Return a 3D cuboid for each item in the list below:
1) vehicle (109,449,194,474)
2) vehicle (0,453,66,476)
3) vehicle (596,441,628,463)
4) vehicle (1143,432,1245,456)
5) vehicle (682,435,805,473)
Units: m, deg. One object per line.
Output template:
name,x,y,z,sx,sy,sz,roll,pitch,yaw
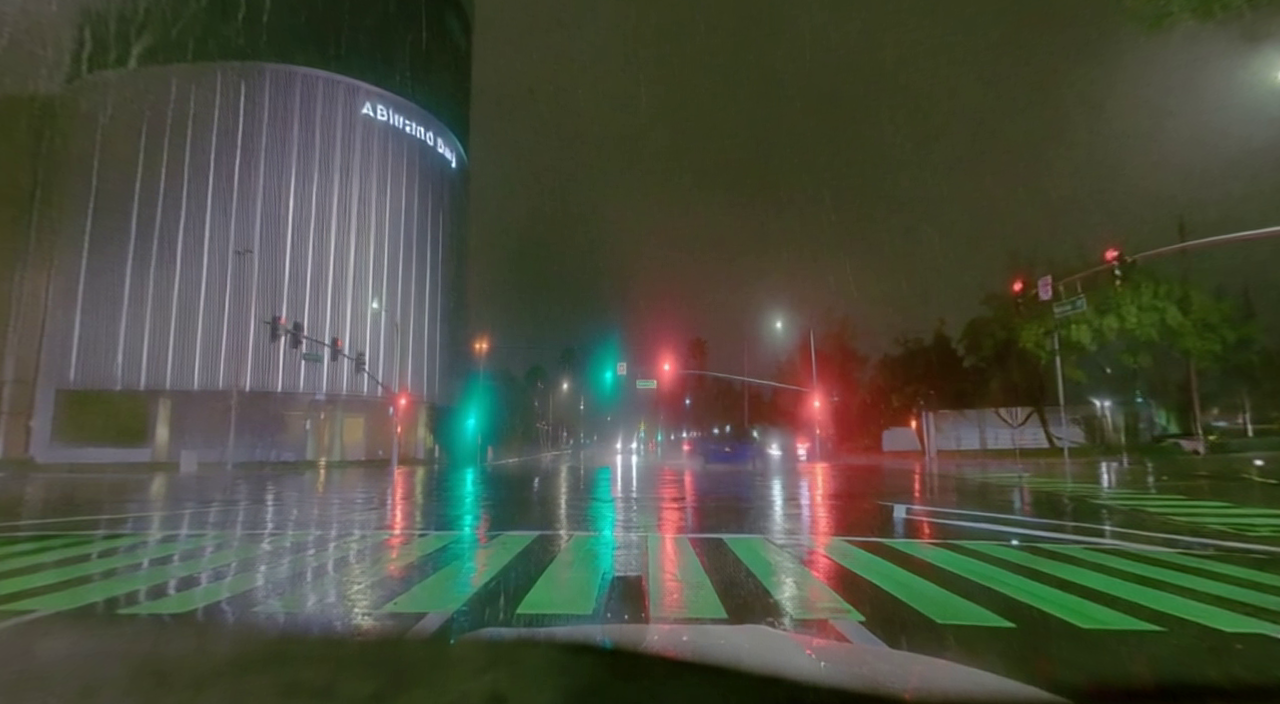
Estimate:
vehicle,-33.089,7.403,42.746,4.136,1.661,1.857,0,-8,1
vehicle,-41.676,7.633,42.757,3.698,1.467,1.779,0,-8,1
vehicle,-2.023,7.327,46.353,2.057,1.467,4.354,0,-8,1
vehicle,36.148,6.024,41.205,4.767,1.456,1.858,-1,-8,3
vehicle,4.312,4.311,26.917,2.280,1.454,4.836,7,-11,-40
